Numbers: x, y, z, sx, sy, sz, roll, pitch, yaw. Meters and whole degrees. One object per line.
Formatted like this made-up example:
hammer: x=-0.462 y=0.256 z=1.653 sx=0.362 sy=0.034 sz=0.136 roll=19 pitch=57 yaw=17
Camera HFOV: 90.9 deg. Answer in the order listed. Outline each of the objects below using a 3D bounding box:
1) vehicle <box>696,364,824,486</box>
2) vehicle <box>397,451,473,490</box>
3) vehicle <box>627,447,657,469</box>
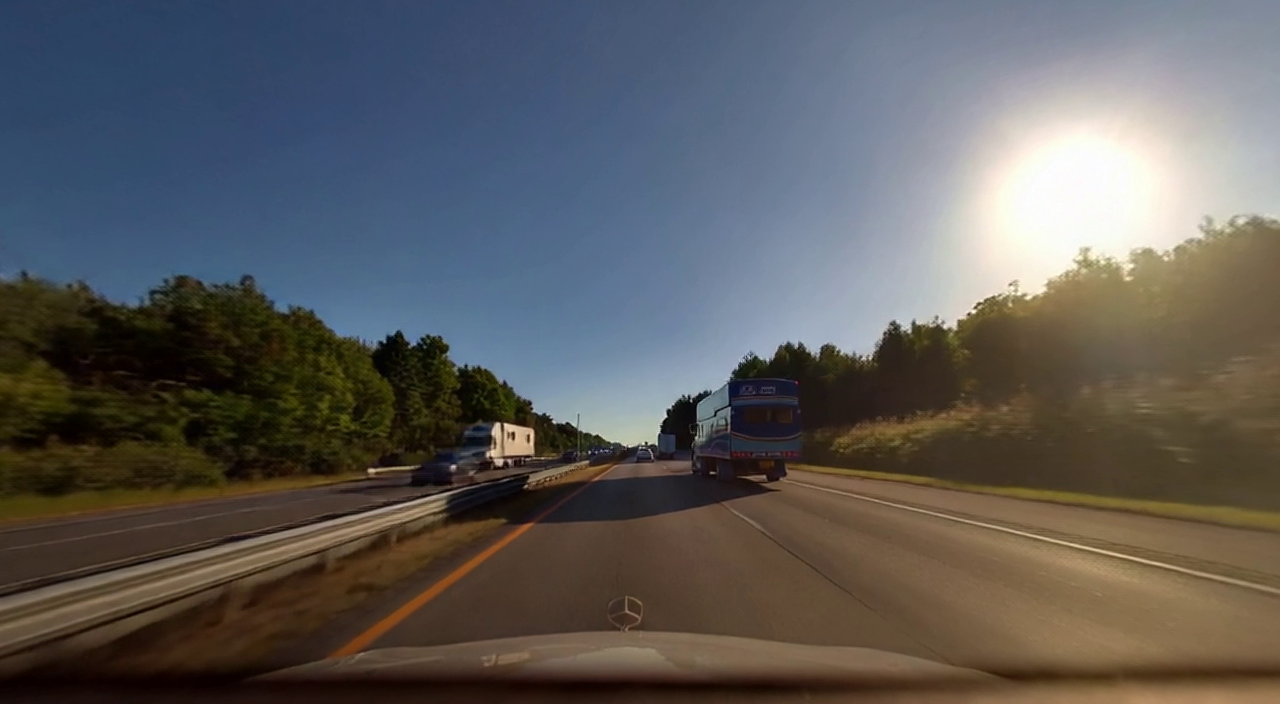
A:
vehicle: x=4.684 y=3.553 z=28.476 sx=2.939 sy=4.129 sz=14.300 roll=0 pitch=-9 yaw=0
vehicle: x=-8.390 y=4.866 z=26.158 sx=1.803 sy=1.449 sz=3.902 roll=0 pitch=-9 yaw=0
vehicle: x=0.124 y=7.163 z=42.563 sx=1.926 sy=1.386 sz=3.615 roll=0 pitch=-9 yaw=0
